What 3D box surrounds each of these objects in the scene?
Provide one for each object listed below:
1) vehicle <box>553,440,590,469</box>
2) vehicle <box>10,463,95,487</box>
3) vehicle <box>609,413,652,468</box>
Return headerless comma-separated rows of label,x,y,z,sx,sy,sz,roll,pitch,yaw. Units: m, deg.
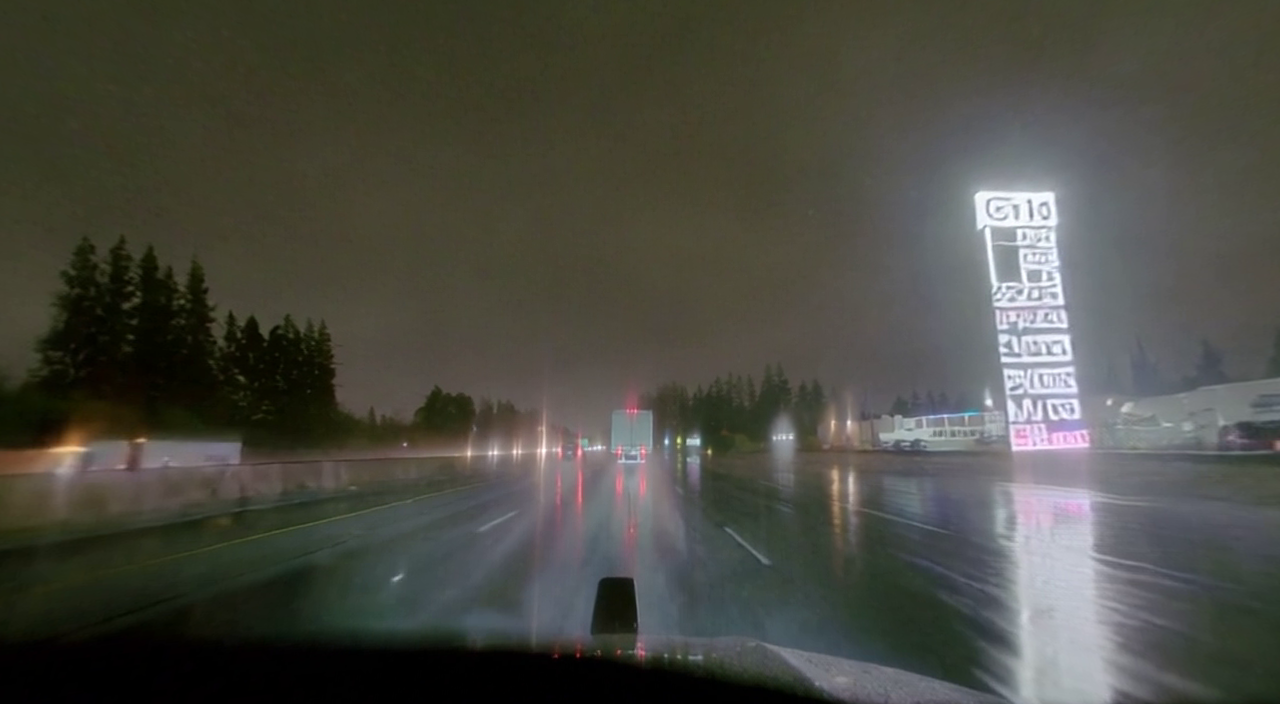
vehicle,-4.765,7.179,44.327,2.095,1.930,4.680,0,-9,0
vehicle,-42.899,8.984,46.265,1.755,1.534,4.544,0,-9,2
vehicle,-0.659,7.015,49.860,3.000,3.786,11.740,0,-9,0
